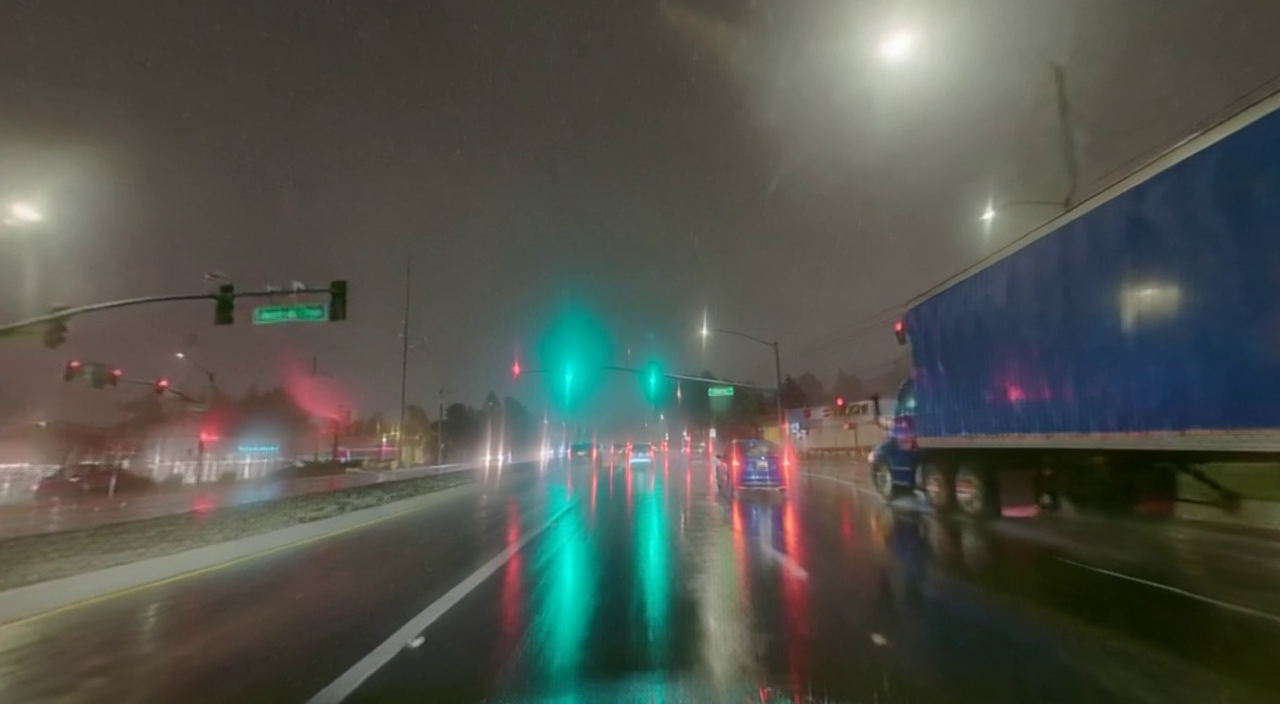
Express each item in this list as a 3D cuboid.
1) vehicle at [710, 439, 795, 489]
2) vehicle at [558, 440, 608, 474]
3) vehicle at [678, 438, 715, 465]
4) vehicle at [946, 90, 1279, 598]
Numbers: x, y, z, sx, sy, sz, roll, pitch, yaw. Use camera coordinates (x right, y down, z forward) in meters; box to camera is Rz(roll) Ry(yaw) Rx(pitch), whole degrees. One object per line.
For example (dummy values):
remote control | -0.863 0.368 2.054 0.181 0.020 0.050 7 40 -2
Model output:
vehicle | 3.573 3.630 20.747 1.972 1.452 4.189 0 -8 -1
vehicle | -2.712 5.104 30.911 2.003 1.509 4.396 0 -8 1
vehicle | 3.735 6.628 42.042 2.050 1.683 3.990 0 -8 0
vehicle | 7.096 -0.518 2.336 3.383 4.268 17.469 0 -8 1
